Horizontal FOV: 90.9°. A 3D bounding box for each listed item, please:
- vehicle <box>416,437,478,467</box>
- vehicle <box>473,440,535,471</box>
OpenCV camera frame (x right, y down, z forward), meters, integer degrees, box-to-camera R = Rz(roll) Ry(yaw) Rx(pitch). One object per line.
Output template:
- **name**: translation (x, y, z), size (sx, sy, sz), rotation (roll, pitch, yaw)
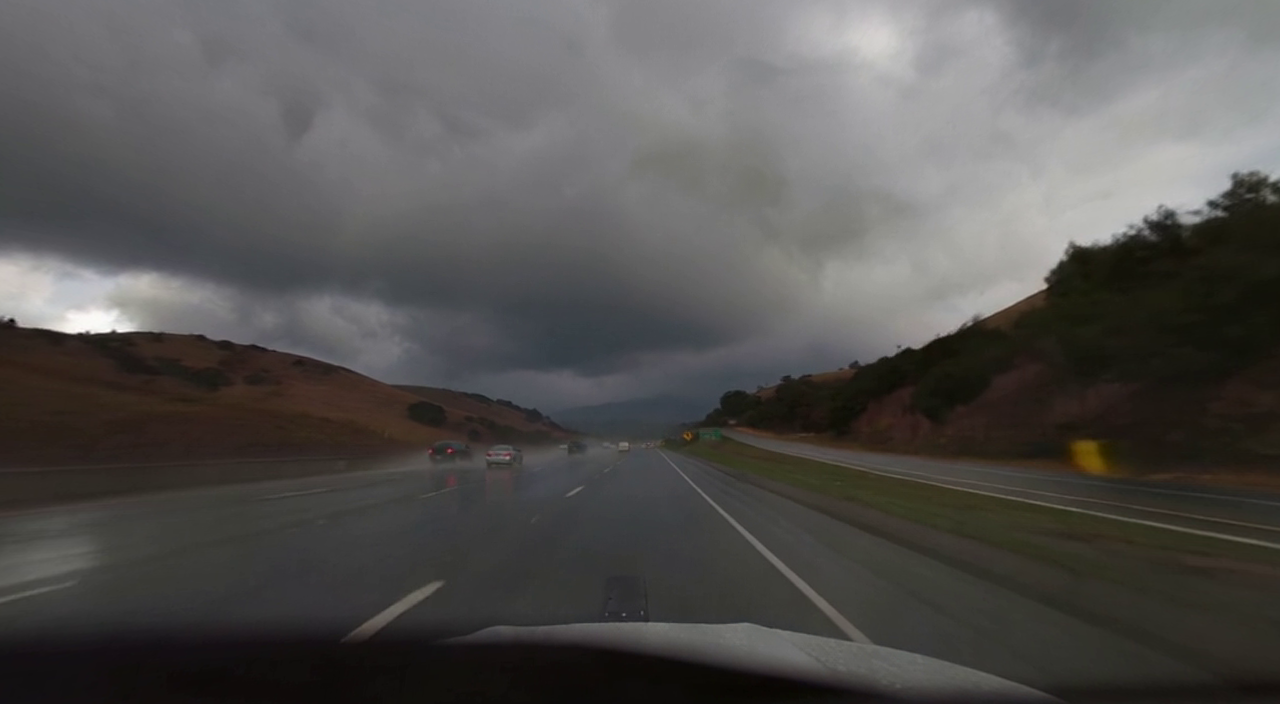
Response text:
- **vehicle**: translation (-11.271, 5.857, 37.155), size (2.020, 1.645, 4.629), rotation (0, -9, 2)
- **vehicle**: translation (-7.000, 5.366, 32.988), size (2.107, 1.484, 4.449), rotation (0, -9, 2)
